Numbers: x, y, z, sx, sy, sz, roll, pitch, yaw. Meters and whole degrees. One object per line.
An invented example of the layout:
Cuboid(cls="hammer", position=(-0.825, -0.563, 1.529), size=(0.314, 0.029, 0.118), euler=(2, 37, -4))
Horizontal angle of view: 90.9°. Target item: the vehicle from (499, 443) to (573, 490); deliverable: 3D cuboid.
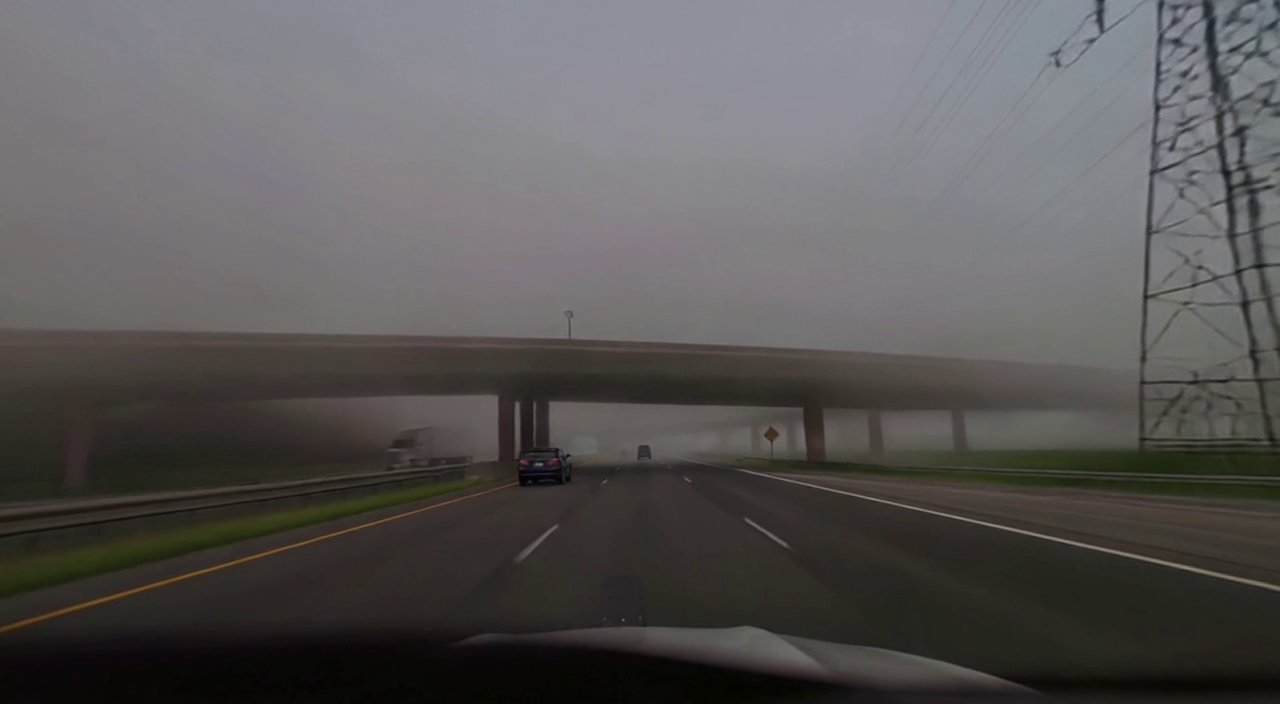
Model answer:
Cuboid(cls="vehicle", position=(-3.658, 4.105, 22.869), size=(1.924, 1.550, 4.165), euler=(0, -9, 1))
